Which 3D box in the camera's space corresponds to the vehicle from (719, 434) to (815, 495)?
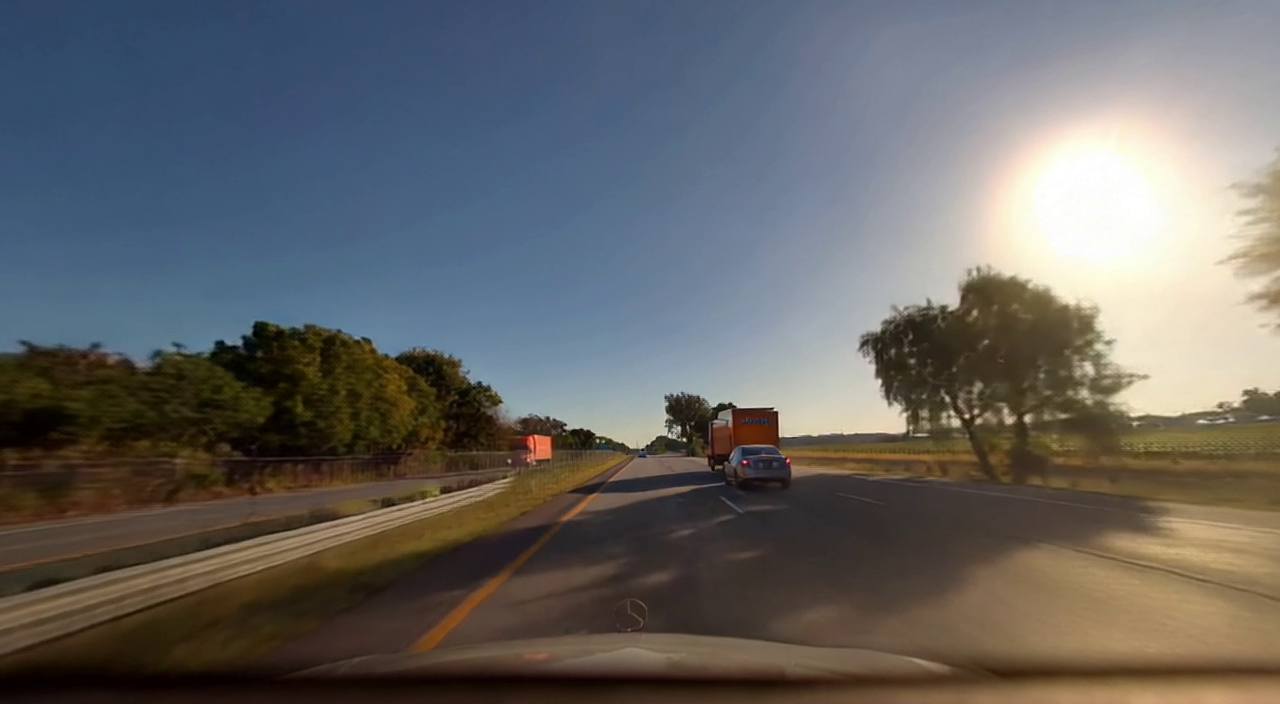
[{"bbox_3d":[3.923,3.568,20.303,2.093,1.742,4.167,0,-9,-2],"label":"vehicle"}]
